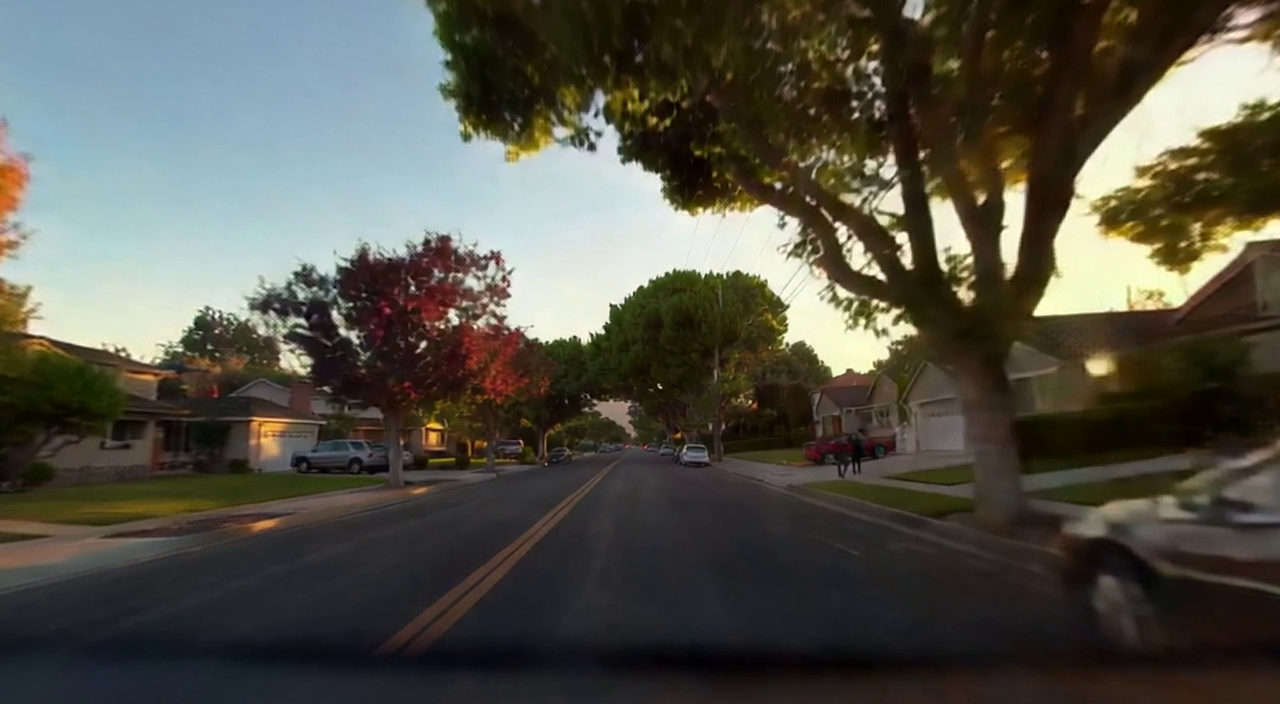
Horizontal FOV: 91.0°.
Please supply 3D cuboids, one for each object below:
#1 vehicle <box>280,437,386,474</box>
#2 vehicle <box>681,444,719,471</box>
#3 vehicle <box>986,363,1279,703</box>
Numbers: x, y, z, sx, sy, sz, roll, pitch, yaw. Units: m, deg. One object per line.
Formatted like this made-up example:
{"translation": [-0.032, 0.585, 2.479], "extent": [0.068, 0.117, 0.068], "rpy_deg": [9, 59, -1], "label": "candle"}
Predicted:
{"translation": [-15.413, 5.233, 31.768], "extent": [4.320, 1.767, 1.951], "rpy_deg": [-1, -9, 2], "label": "vehicle"}
{"translation": [3.765, 6.695, 40.220], "extent": [1.917, 1.569, 4.460], "rpy_deg": [0, -8, -1], "label": "vehicle"}
{"translation": [3.685, 0.863, 2.259], "extent": [2.316, 1.695, 4.596], "rpy_deg": [0, -8, 1], "label": "vehicle"}
